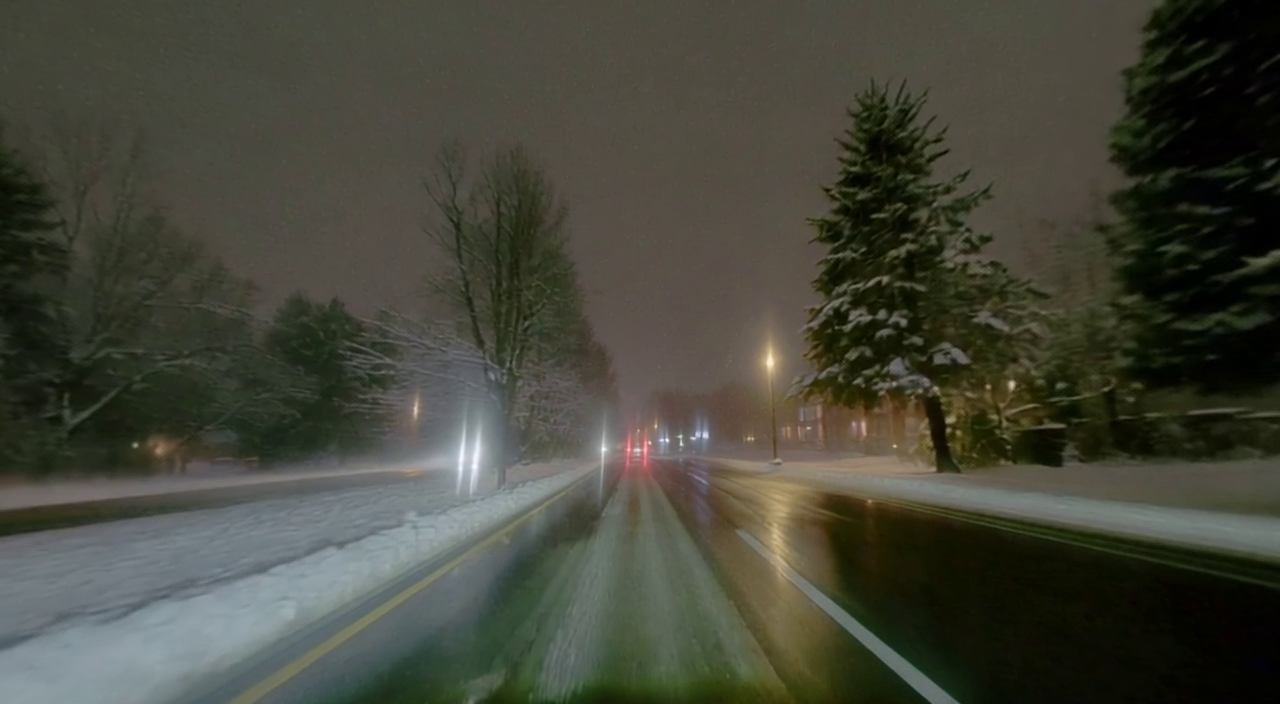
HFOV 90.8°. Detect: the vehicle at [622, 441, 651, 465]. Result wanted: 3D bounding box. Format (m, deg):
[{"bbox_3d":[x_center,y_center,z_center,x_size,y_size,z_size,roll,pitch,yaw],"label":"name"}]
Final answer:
[{"bbox_3d":[-0.268,7.380,46.372,2.016,1.665,3.932,0,-9,-1],"label":"vehicle"}]
